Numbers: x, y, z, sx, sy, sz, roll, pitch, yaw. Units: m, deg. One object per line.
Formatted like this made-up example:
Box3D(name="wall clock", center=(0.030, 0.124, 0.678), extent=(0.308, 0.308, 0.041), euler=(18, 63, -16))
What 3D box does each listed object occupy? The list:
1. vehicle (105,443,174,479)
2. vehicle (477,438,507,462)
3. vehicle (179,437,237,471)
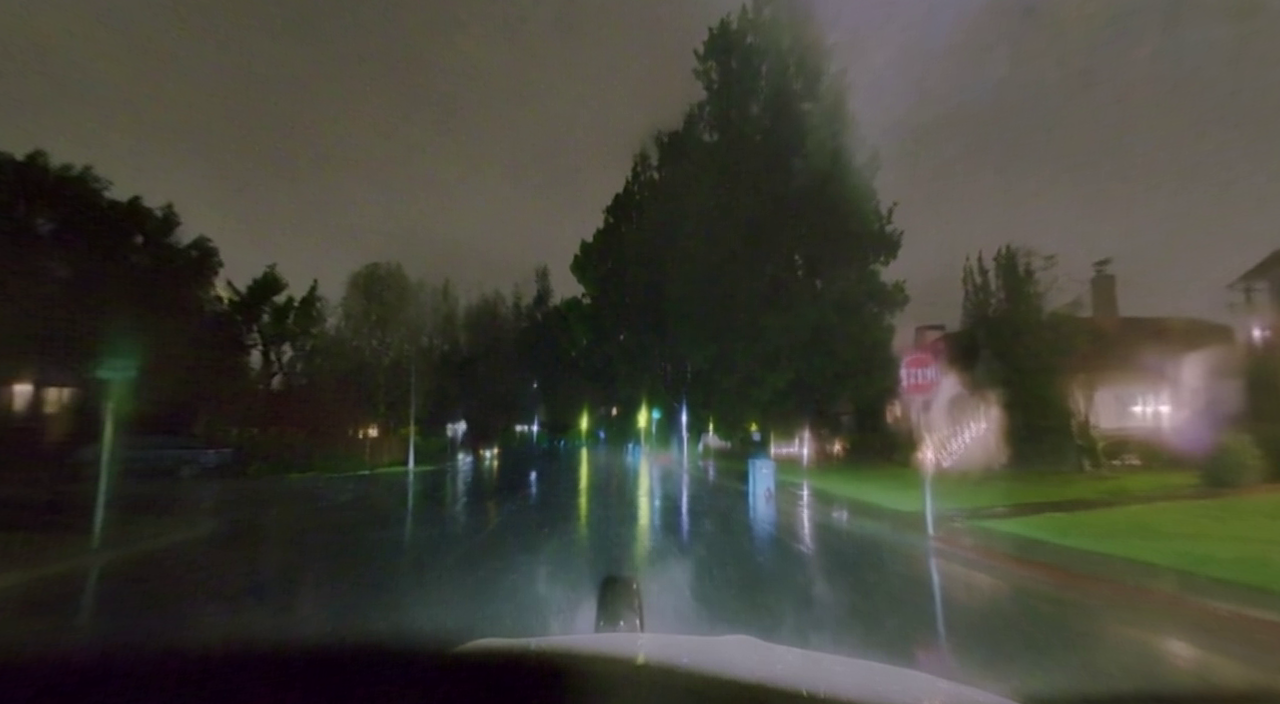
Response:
Box3D(name="vehicle", center=(-25.072, 5.445, 31.811), extent=(1.883, 1.687, 3.908), euler=(4, -9, -27))
Box3D(name="vehicle", center=(-10.731, 7.092, 45.816), extent=(1.994, 1.656, 4.334), euler=(2, -9, -12))
Box3D(name="vehicle", center=(-24.492, 5.768, 35.985), extent=(1.973, 1.787, 5.045), euler=(4, -9, -27))
